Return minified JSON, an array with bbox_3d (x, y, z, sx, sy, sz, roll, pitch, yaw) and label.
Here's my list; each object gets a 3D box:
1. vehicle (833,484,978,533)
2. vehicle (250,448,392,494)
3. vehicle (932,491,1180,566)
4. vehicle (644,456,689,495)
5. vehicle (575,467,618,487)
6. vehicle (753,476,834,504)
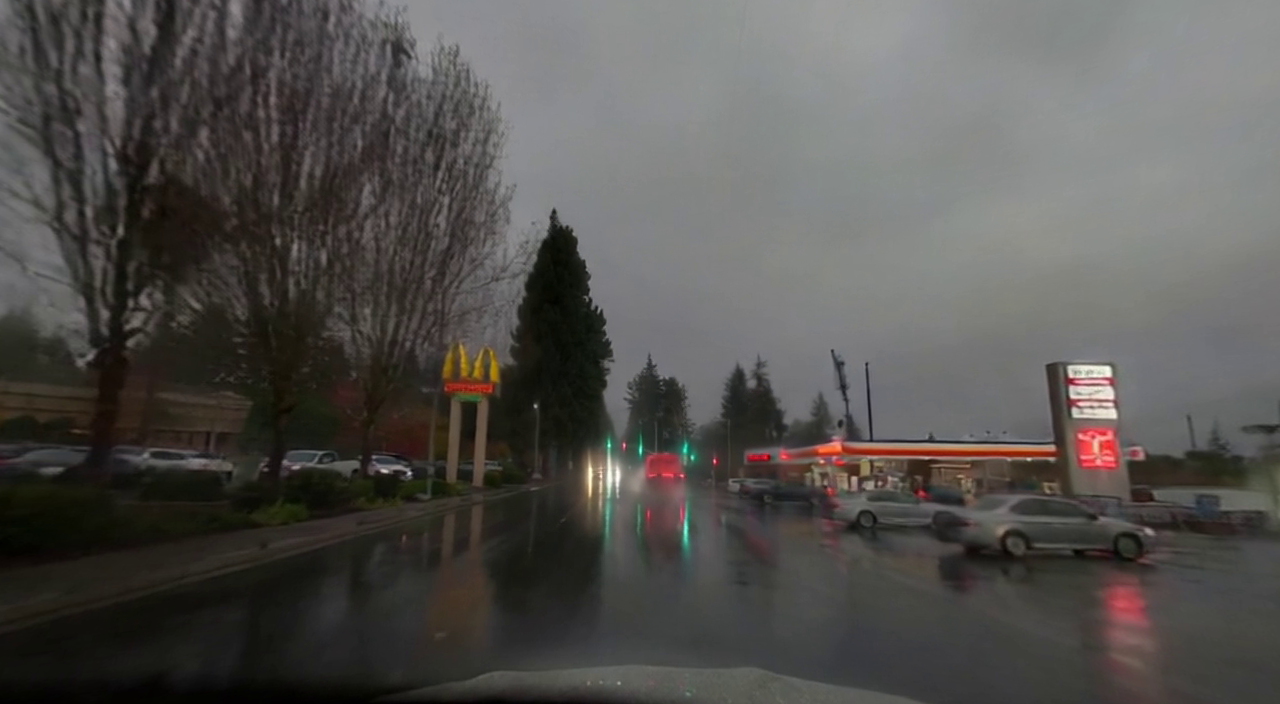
[{"bbox_3d":[9.104,5.396,21.862,4.169,1.474,1.850,1,-10,-2],"label":"vehicle"},{"bbox_3d":[-12.670,4.767,25.246,4.575,1.641,2.006,11,-15,-43],"label":"vehicle"},{"bbox_3d":[9.360,3.997,14.455,4.316,1.462,1.921,1,-10,-3],"label":"vehicle"},{"bbox_3d":[1.465,7.280,37.351,2.153,2.074,5.188,1,-10,-3],"label":"vehicle"},{"bbox_3d":[-3.289,9.573,48.399,1.993,1.454,3.810,-3,-11,18],"label":"vehicle"},{"bbox_3d":[8.784,7.909,36.204,4.123,1.446,1.807,1,-11,-3],"label":"vehicle"}]
